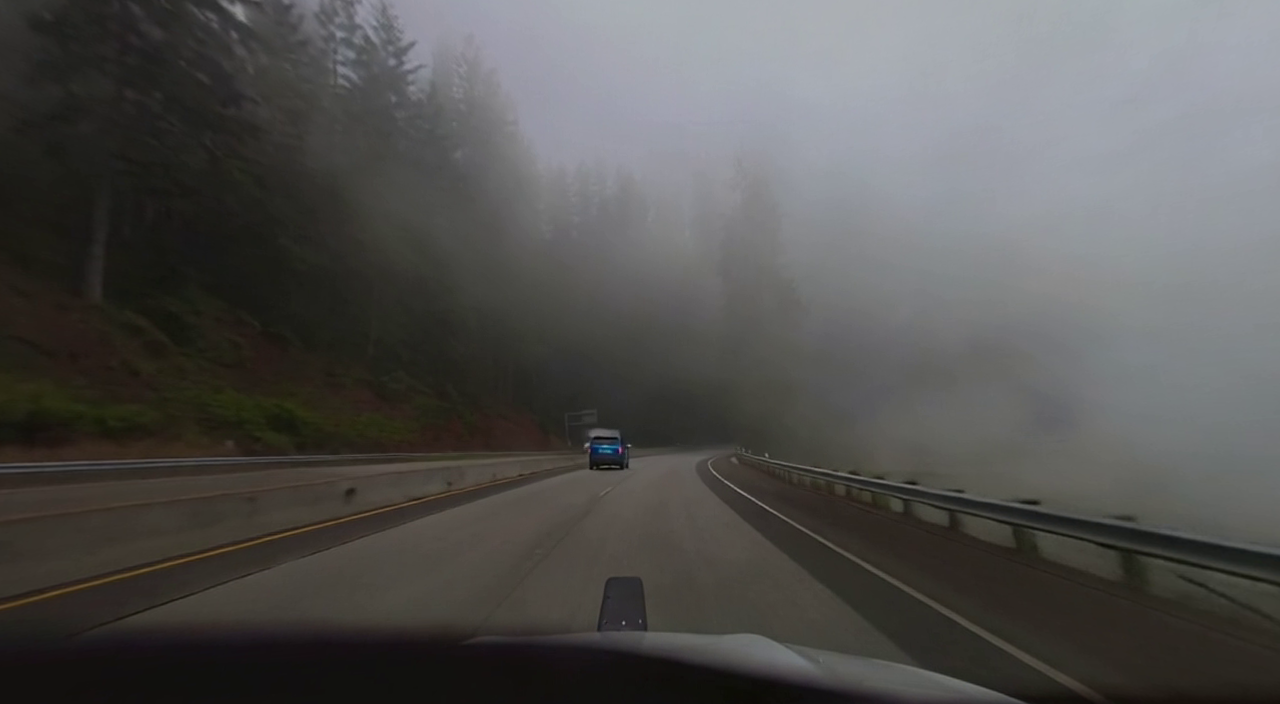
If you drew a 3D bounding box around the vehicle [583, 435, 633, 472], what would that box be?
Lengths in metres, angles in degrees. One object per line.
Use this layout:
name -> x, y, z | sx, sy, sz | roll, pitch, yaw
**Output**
vehicle -> -1.575, 5.279, 33.040 | 2.005, 1.752, 4.479 | -1, -8, 5
